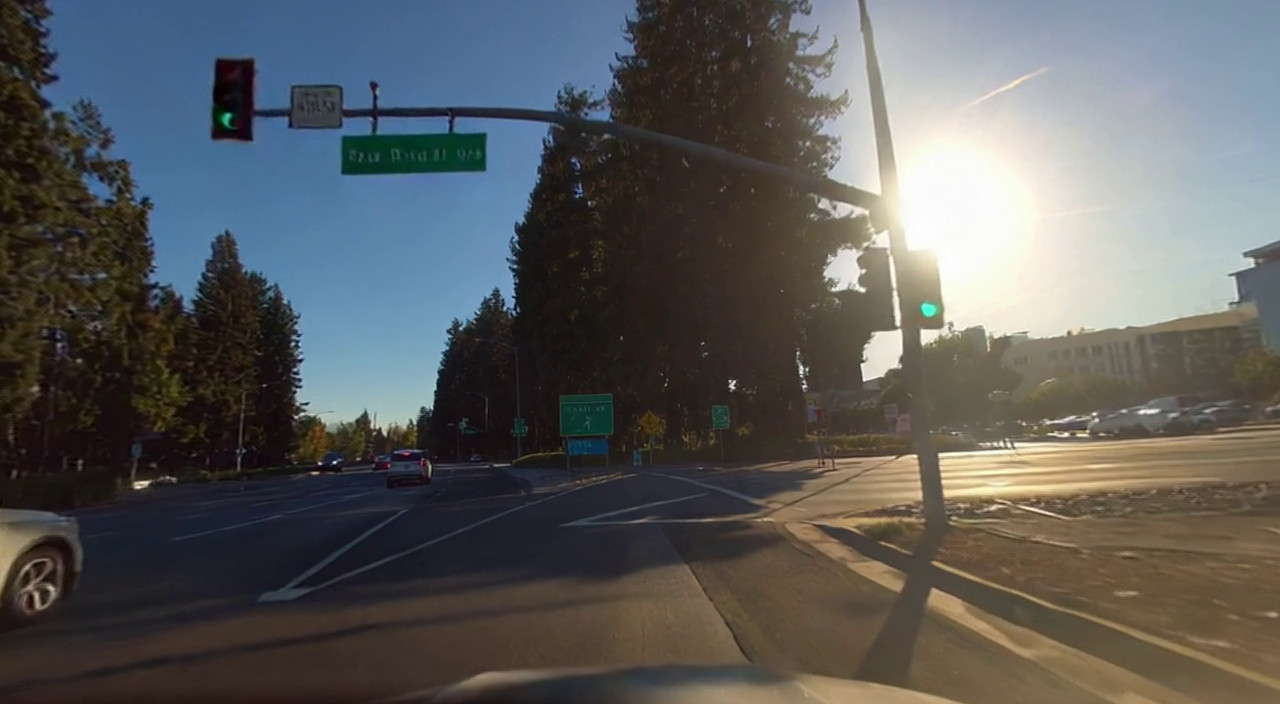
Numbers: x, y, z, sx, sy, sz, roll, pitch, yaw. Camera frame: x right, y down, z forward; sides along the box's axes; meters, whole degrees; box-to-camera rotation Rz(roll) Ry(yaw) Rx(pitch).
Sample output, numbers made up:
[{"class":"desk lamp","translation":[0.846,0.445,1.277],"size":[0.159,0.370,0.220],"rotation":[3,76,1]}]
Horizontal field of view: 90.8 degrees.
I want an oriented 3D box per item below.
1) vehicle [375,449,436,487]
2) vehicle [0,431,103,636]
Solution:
[{"class":"vehicle","translation":[-11.372,5.617,30.963],"size":[2.134,1.707,4.471],"rotation":[2,-9,-12]},{"class":"vehicle","translation":[-5.620,1.187,3.523],"size":[1.936,1.542,4.336],"rotation":[1,-9,-9]}]
